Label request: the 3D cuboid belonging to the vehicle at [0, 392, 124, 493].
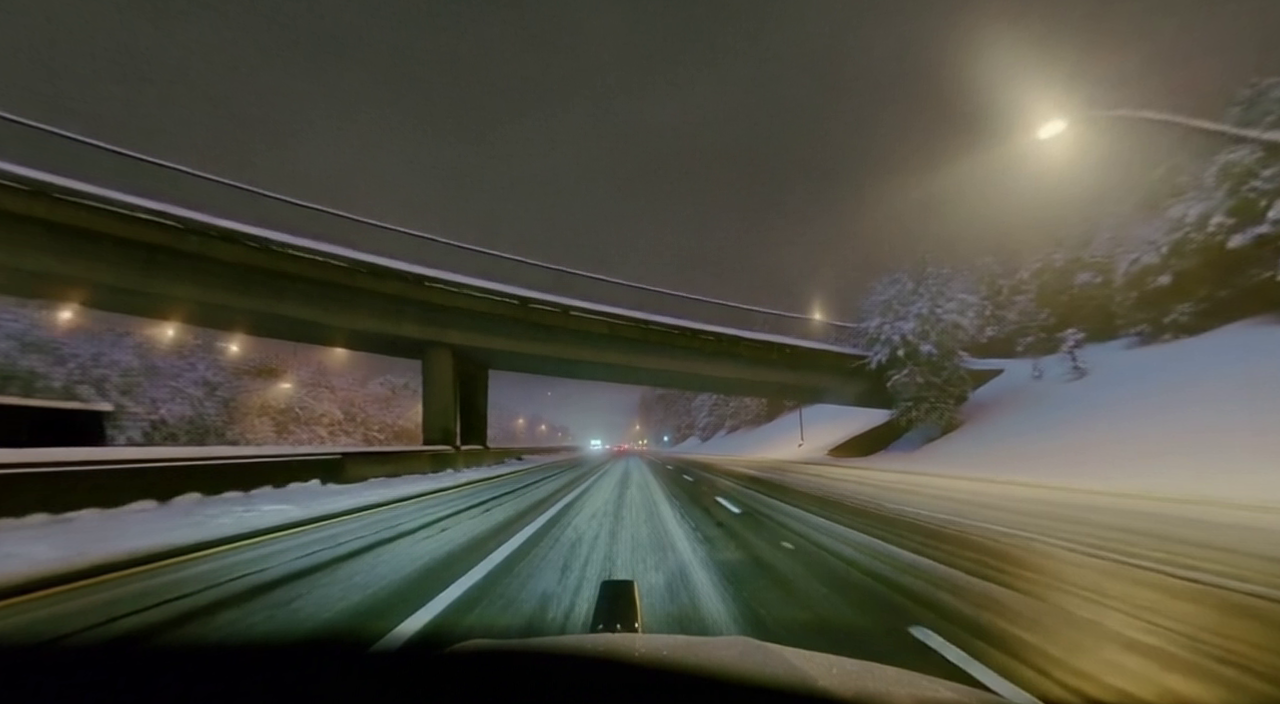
[{"bbox_3d":[-26.920,3.496,24.190,3.064,3.961,13.704,-1,-9,-2],"label":"vehicle"}]
